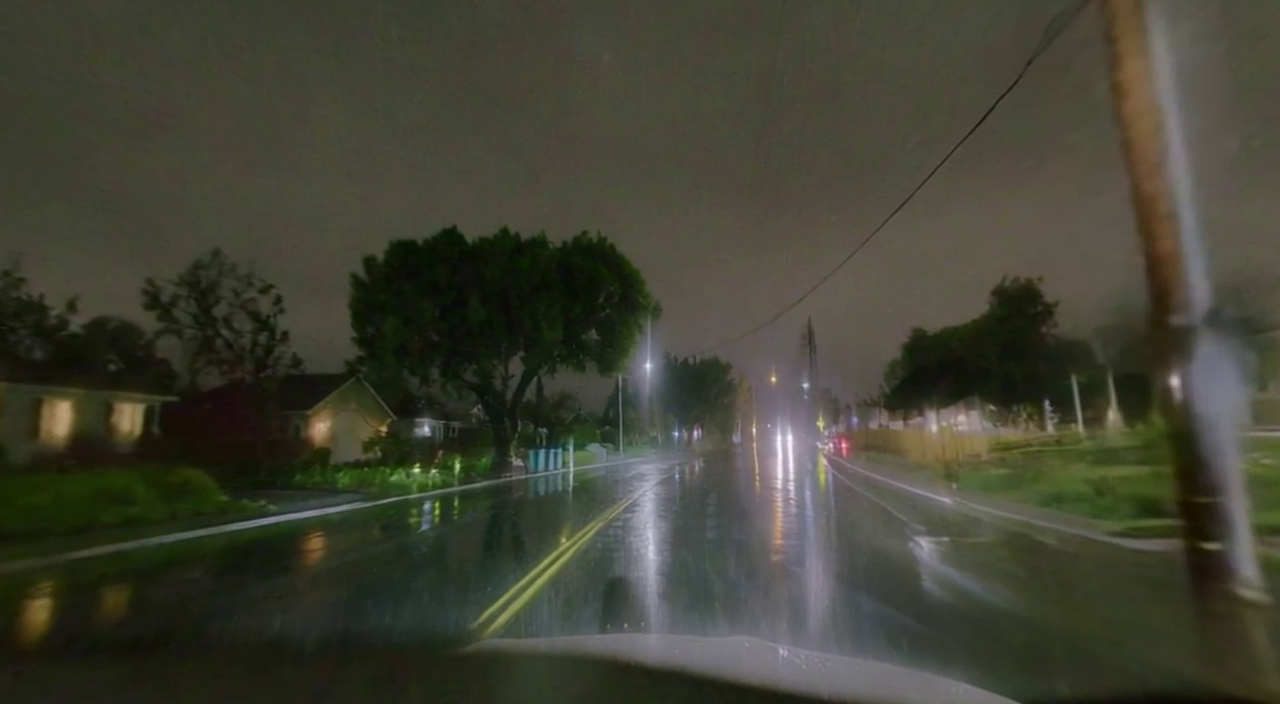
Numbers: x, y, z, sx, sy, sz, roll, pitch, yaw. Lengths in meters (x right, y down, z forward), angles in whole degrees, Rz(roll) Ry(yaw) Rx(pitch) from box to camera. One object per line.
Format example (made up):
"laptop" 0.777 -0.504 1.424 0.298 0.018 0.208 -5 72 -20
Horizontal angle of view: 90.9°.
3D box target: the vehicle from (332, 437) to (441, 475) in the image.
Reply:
"vehicle" -11.798 4.873 29.728 4.485 1.663 2.111 2 -9 -15
